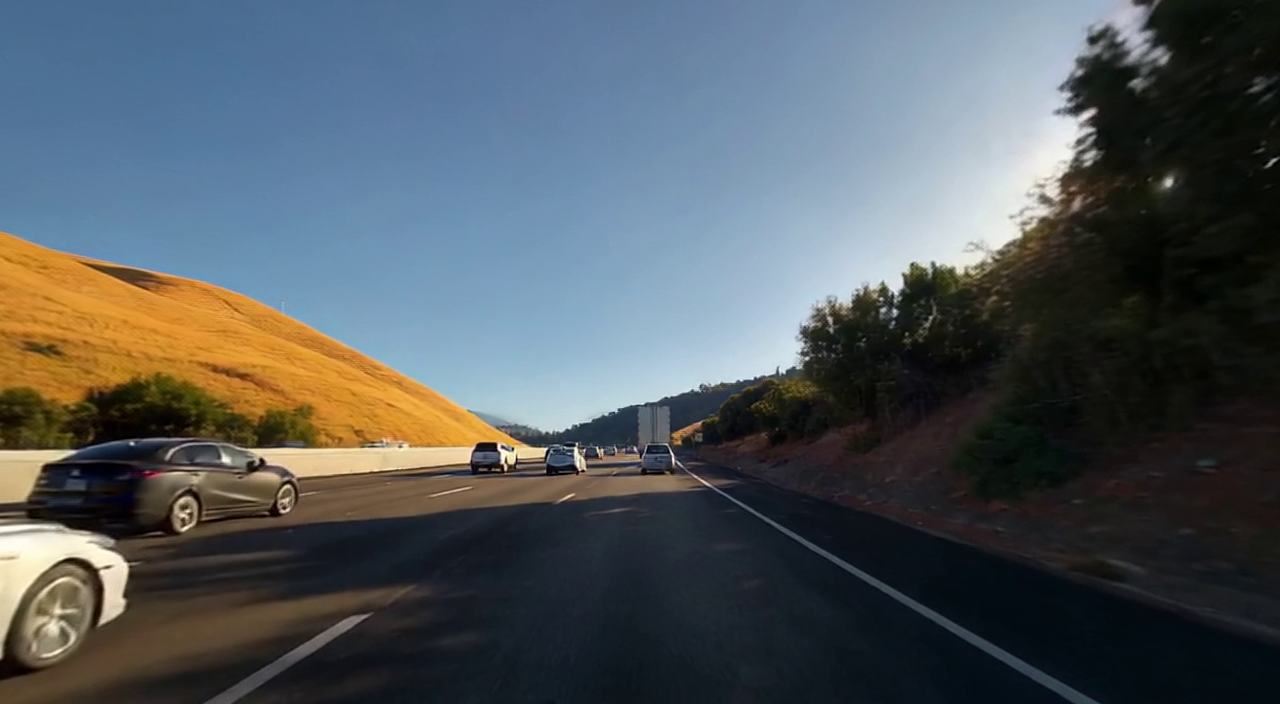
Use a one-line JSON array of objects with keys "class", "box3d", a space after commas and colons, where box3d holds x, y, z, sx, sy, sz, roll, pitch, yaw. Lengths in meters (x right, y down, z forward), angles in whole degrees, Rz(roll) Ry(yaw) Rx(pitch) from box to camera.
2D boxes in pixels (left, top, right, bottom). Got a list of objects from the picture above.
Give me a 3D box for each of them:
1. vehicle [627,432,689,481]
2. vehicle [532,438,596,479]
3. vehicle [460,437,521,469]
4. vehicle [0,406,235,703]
[{"class": "vehicle", "box3d": [0.711, 4.238, 25.720, 2.281, 1.795, 4.297, 1, -9, 1]}, {"class": "vehicle", "box3d": [-3.336, 4.777, 28.479, 2.155, 1.661, 4.477, 0, -9, 2]}, {"class": "vehicle", "box3d": [-10.251, 6.971, 43.791, 2.421, 2.025, 6.236, 0, -9, 2]}, {"class": "vehicle", "box3d": [-3.870, 0.863, 2.121, 1.943, 1.468, 4.547, 1, -9, 0]}]
